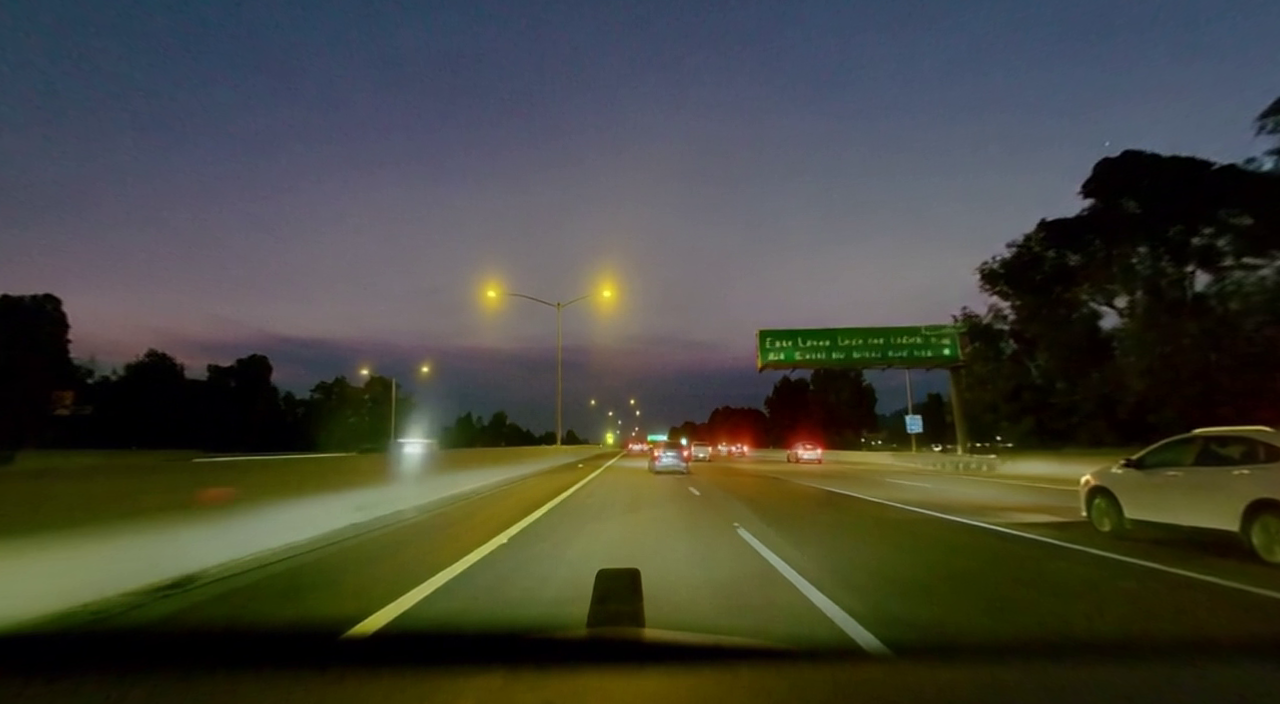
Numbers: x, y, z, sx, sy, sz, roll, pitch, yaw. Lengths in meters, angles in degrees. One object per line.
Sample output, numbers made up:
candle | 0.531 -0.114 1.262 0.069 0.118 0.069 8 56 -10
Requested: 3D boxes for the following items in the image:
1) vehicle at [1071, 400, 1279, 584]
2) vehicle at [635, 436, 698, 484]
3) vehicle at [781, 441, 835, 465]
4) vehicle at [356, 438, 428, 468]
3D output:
vehicle | 6.918 1.360 6.278 2.027 1.679 4.543 0 -8 0
vehicle | 0.869 3.857 23.040 1.864 1.566 4.446 0 -8 -3
vehicle | 10.812 6.546 41.035 2.087 1.442 4.834 0 -8 -1
vehicle | -9.910 4.024 25.489 1.628 1.069 3.386 1 -8 -2
